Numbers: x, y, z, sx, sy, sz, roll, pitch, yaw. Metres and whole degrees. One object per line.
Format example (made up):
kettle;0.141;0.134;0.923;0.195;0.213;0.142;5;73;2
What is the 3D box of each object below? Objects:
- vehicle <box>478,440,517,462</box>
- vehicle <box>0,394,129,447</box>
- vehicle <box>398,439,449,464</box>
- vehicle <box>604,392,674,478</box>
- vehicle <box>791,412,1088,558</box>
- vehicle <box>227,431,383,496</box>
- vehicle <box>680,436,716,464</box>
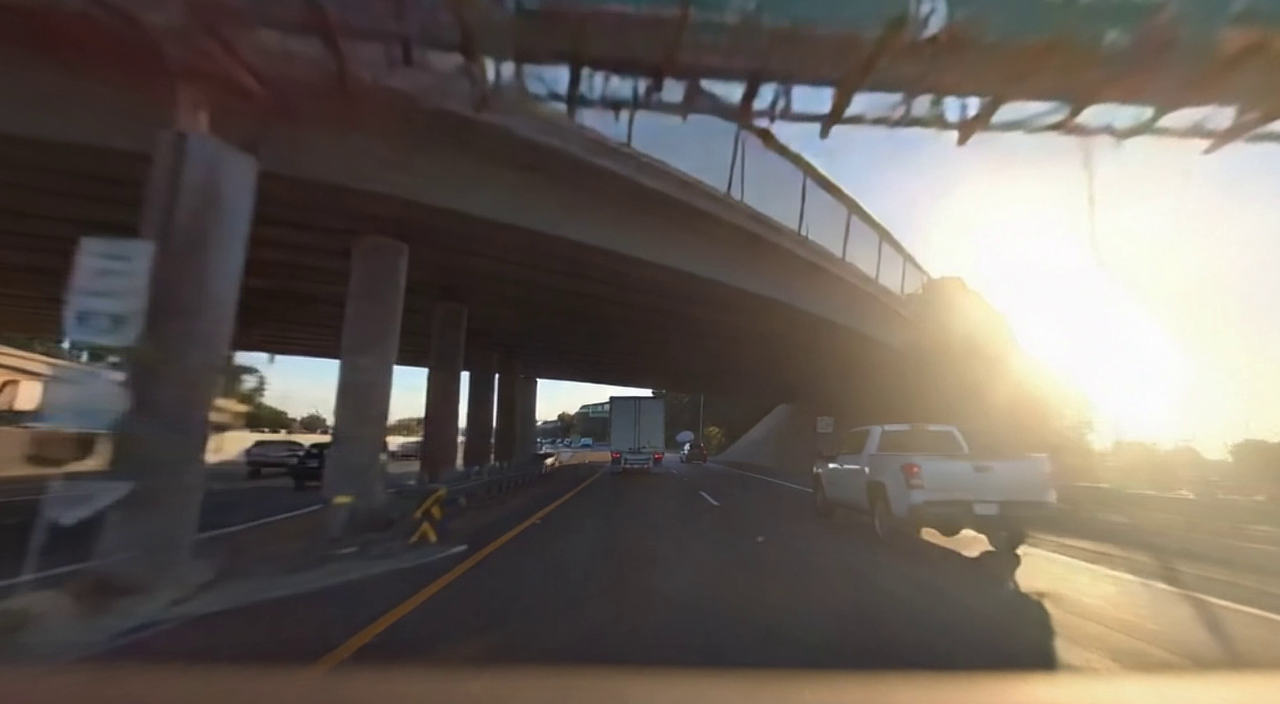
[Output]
vehicle;-10.619;7.401;47.275;2.057;1.506;4.829;0;-8;-3
vehicle;-44.389;5.458;48.881;2.912;3.705;8.180;0;-8;-3
vehicle;-13.778;6.334;40.356;1.906;1.510;4.303;0;-8;-2
vehicle;-0.125;4.265;31.969;2.916;3.584;10.841;0;-8;-1
vehicle;4.151;1.944;10.060;2.189;1.709;5.131;0;-8;0
vehicle;-9.039;3.030;17.565;2.006;1.562;4.475;0;-8;-2
vehicle;4.438;7.586;48.960;2.174;1.968;5.016;0;-8;-2
